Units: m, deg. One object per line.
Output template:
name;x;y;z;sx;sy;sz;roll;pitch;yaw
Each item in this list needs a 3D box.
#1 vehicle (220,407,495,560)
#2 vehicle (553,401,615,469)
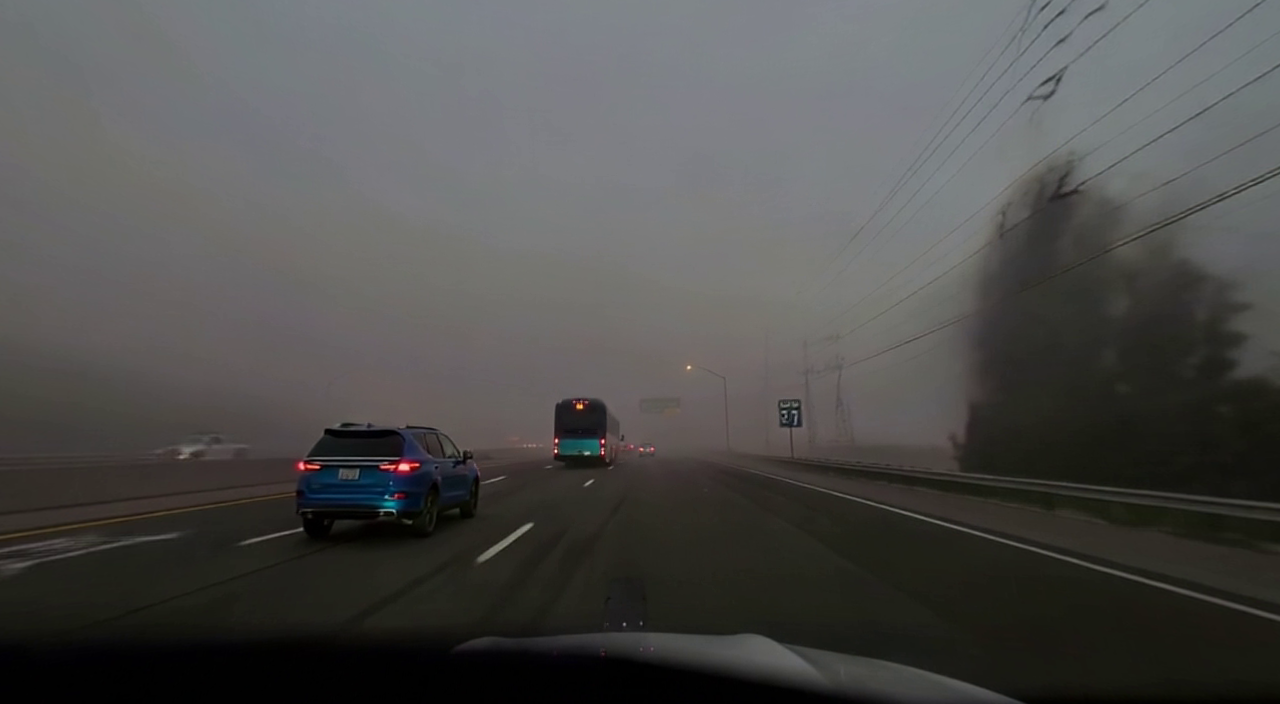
vehicle;-3.716;1.812;9.363;2.021;1.730;4.223;0;-8;1
vehicle;-3.312;5.393;40.515;2.964;3.735;11.465;0;-8;0
